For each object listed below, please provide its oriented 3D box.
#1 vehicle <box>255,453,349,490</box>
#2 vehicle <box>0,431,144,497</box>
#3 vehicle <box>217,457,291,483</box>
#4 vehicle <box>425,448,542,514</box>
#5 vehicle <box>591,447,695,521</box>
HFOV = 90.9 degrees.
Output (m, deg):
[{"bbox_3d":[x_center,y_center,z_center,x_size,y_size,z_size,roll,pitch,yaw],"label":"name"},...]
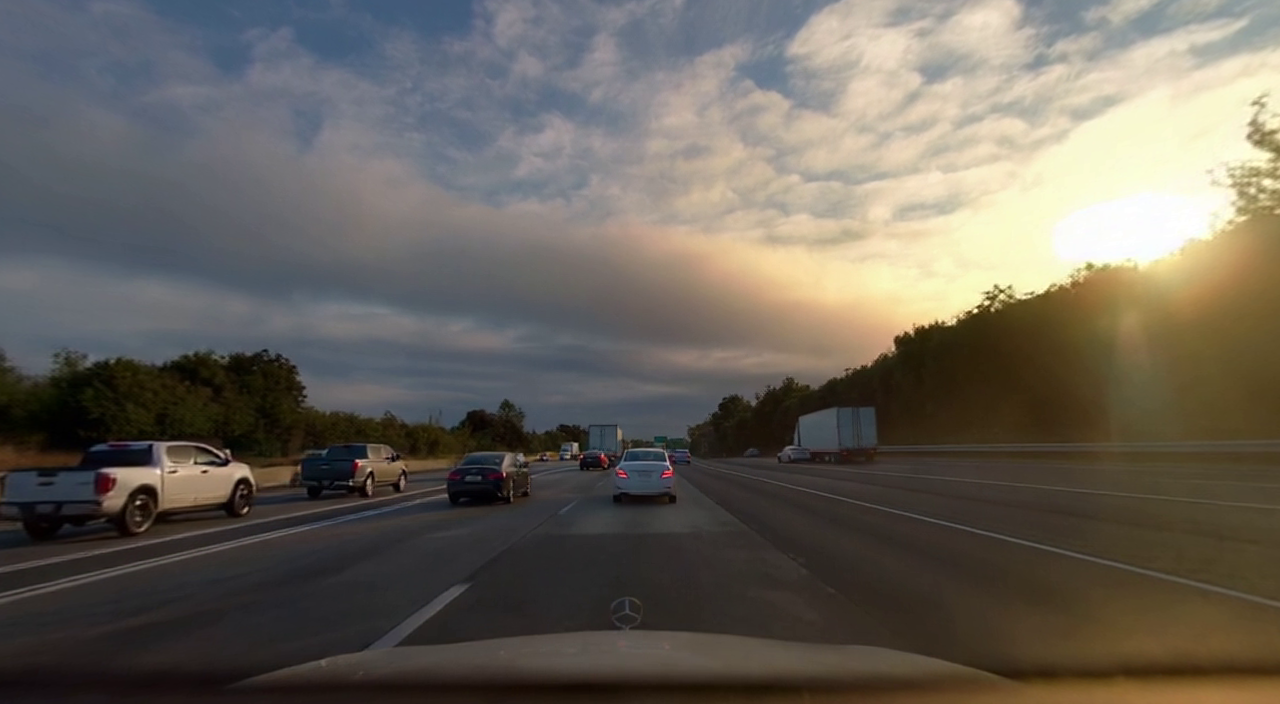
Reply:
[{"bbox_3d":[-15.325,5.404,28.847,1.949,1.540,4.064,-1,-9,2],"label":"vehicle"},{"bbox_3d":[-32.022,6.246,35.621,2.761,3.380,5.944,-1,-9,2],"label":"vehicle"},{"bbox_3d":[-27.386,8.382,44.907,1.962,1.694,4.917,-1,-9,2],"label":"vehicle"},{"bbox_3d":[-3.994,3.358,16.899,1.929,1.509,4.331,0,-9,1],"label":"vehicle"},{"bbox_3d":[0.085,2.944,14.544,2.057,1.449,3.931,0,-9,1],"label":"vehicle"}]
